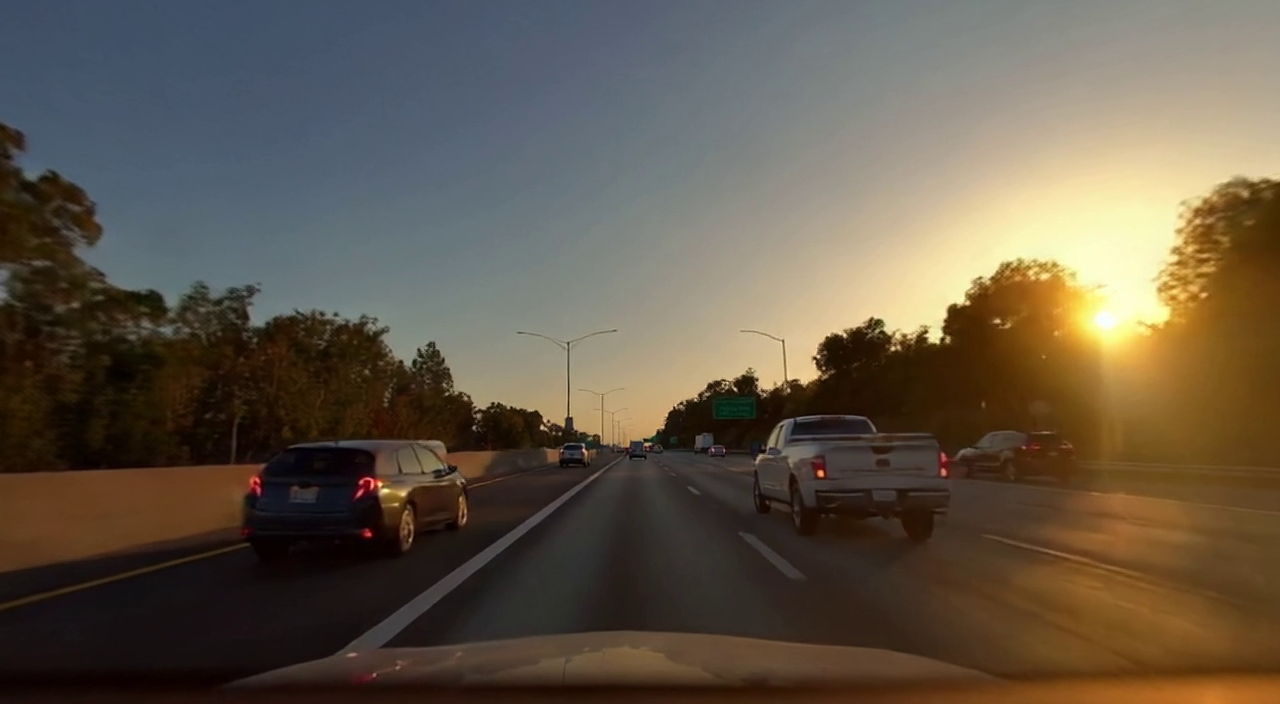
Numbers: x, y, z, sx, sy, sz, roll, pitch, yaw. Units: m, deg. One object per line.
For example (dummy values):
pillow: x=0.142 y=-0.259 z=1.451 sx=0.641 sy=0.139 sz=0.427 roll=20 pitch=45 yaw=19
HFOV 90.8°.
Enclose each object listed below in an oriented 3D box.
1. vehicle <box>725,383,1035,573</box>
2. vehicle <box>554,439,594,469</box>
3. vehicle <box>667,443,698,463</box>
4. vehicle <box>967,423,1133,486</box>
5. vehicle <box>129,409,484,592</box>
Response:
vehicle: x=2.755 y=1.659 z=9.138 sx=2.200 sy=1.870 sz=5.649 roll=0 pitch=-8 yaw=-1
vehicle: x=-3.913 y=6.113 z=38.026 sx=1.992 sy=1.651 sz=4.185 roll=0 pitch=-8 yaw=0
vehicle: x=3.267 y=7.773 z=48.941 sx=2.007 sy=1.469 sz=4.337 roll=0 pitch=-8 yaw=-1
vehicle: x=13.151 y=3.332 z=20.751 sx=2.076 sy=1.799 sz=4.871 roll=0 pitch=-8 yaw=-1
vehicle: x=-3.592 y=1.679 z=8.016 sx=2.119 sy=1.654 sz=4.353 roll=0 pitch=-8 yaw=0
